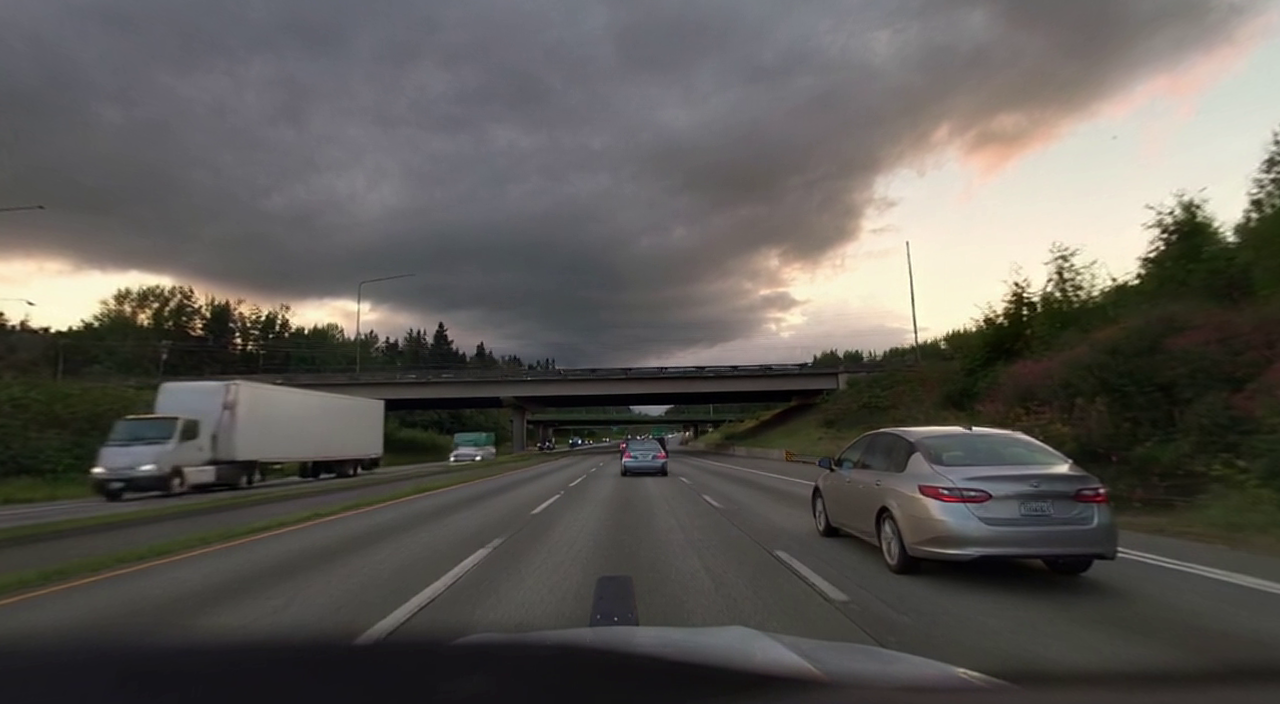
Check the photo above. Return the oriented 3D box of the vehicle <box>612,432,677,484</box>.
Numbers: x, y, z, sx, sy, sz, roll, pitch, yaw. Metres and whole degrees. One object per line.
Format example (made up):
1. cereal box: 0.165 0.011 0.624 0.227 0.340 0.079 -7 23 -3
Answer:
1. vehicle: 0.085 3.693 22.327 2.092 1.636 4.024 0 -8 -2

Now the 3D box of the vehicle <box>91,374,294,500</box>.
1. vehicle: -15.847 3.102 22.982 3.032 3.983 5.800 0 -8 -1

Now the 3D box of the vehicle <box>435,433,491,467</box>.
1. vehicle: -12.211 6.789 43.752 2.418 2.195 4.922 -1 -8 0
